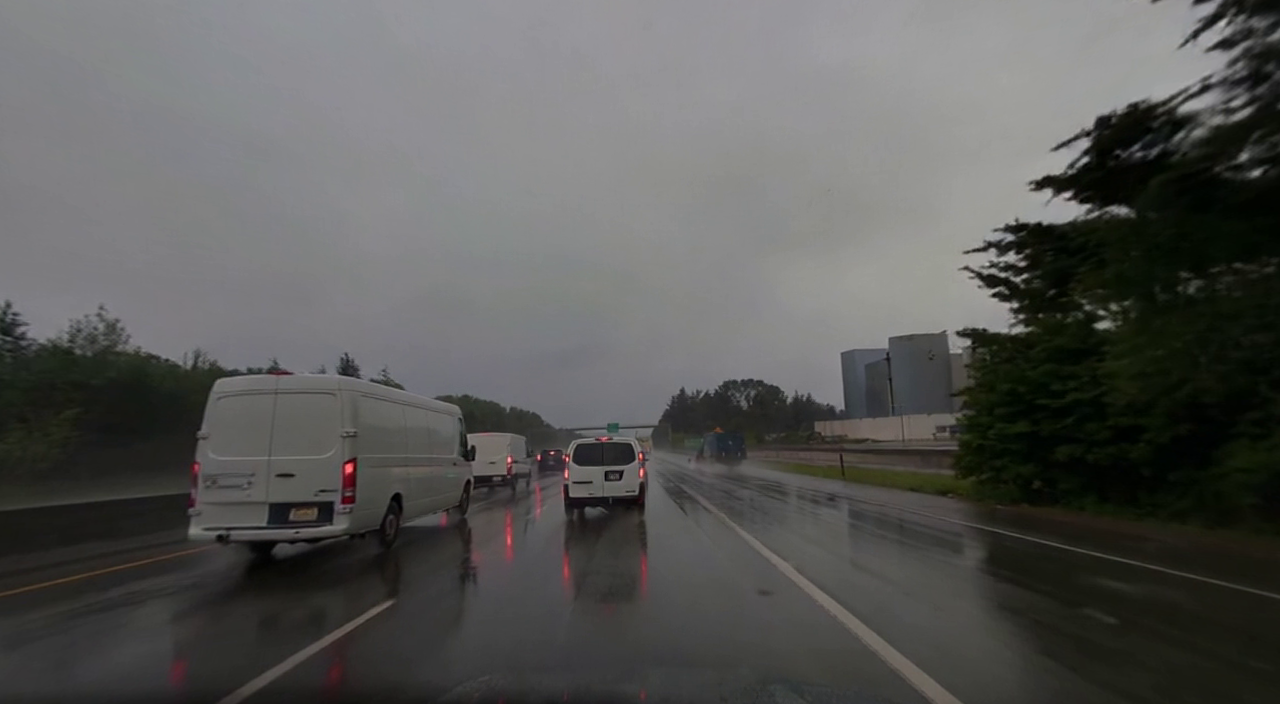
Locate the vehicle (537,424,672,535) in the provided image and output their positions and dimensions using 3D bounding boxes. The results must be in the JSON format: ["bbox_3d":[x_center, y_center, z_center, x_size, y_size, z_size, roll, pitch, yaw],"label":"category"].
[{"bbox_3d":[-0.561,2.278,11.750,2.093,1.695,3.782,0,-9,0],"label":"vehicle"}]

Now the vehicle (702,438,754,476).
[{"bbox_3d":[4.346,5.277,31.754,2.003,1.754,4.134,0,-9,0],"label":"vehicle"}]

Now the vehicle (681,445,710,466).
[{"bbox_3d":[4.185,7.914,48.132,1.874,1.512,3.723,0,-9,-1],"label":"vehicle"}]

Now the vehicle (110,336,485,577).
[{"bbox_3d":[-4.579,1.649,10.372,2.248,2.626,6.837,0,-9,0],"label":"vehicle"}]
